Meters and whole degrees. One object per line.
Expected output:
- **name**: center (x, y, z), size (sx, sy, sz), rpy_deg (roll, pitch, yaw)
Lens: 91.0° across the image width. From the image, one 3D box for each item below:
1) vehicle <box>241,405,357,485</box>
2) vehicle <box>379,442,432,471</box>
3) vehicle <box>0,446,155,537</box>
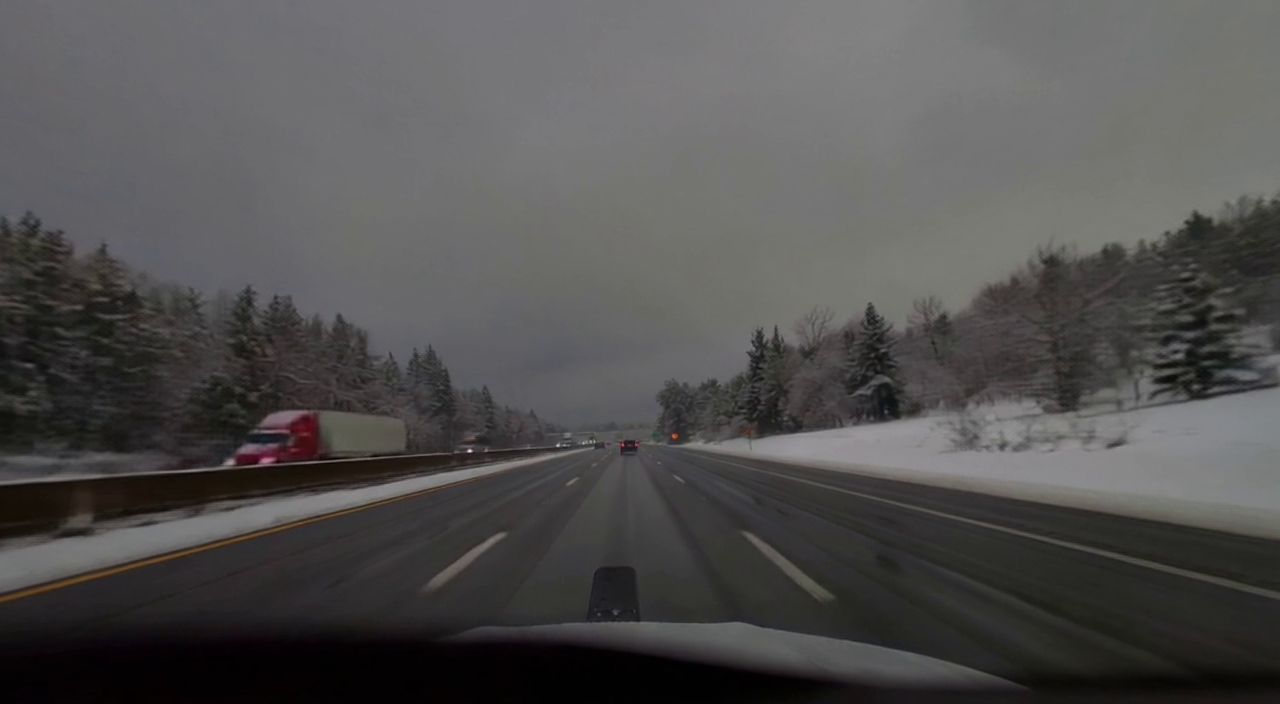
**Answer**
- **vehicle**: center (-19.603, 5.395, 36.766), size (2.993, 4.166, 6.516), rpy_deg (0, -8, -1)
- **vehicle**: center (-15.768, 7.036, 42.568), size (1.992, 1.792, 4.434), rpy_deg (-1, -8, -1)
- **vehicle**: center (-11.684, 2.528, 11.695), size (1.875, 1.470, 4.357), rpy_deg (0, -8, -1)
